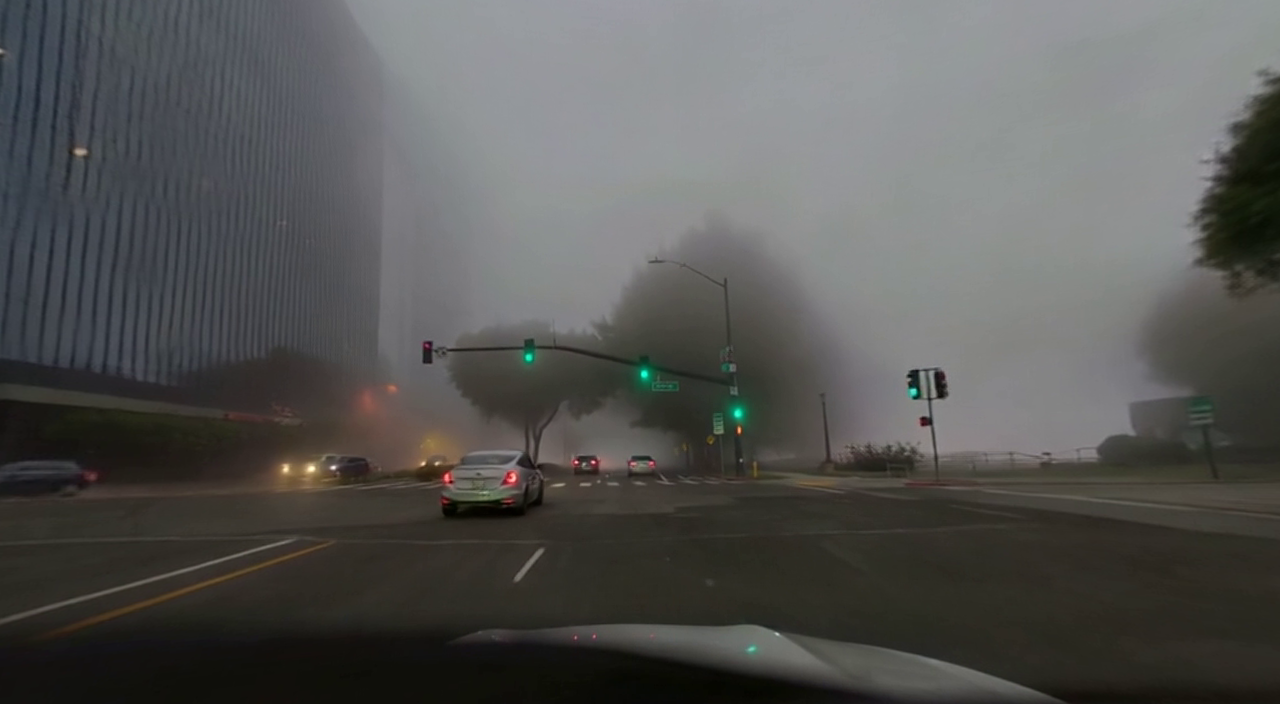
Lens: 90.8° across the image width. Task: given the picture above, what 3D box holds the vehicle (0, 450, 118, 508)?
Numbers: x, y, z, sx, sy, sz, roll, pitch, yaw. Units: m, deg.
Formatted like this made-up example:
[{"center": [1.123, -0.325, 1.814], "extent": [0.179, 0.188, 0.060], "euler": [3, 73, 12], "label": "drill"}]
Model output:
[{"center": [-20.100, 4.110, 20.869], "extent": [1.931, 1.722, 4.419], "euler": [1, -9, -1], "label": "vehicle"}]

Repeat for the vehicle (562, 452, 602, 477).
[{"center": [-3.610, 7.118, 40.251], "extent": [2.088, 1.430, 4.482], "euler": [0, -9, 0], "label": "vehicle"}]

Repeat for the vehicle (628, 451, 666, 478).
[{"center": [0.382, 6.575, 37.140], "extent": [2.102, 1.482, 4.125], "euler": [0, -9, 0], "label": "vehicle"}]

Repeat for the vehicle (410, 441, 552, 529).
[{"center": [-3.143, 2.712, 13.352], "extent": [1.983, 1.545, 3.773], "euler": [0, -9, 0], "label": "vehicle"}]

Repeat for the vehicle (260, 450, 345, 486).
[{"center": [-17.245, 5.937, 32.582], "extent": [1.926, 1.711, 4.516], "euler": [0, -9, -1], "label": "vehicle"}]

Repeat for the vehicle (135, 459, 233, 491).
[{"center": [-23.534, 6.336, 32.831], "extent": [1.845, 1.503, 4.350], "euler": [0, -9, -1], "label": "vehicle"}]

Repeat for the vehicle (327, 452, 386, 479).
[{"center": [-20.322, 8.135, 45.527], "extent": [2.011, 1.768, 4.661], "euler": [0, -9, 0], "label": "vehicle"}]
